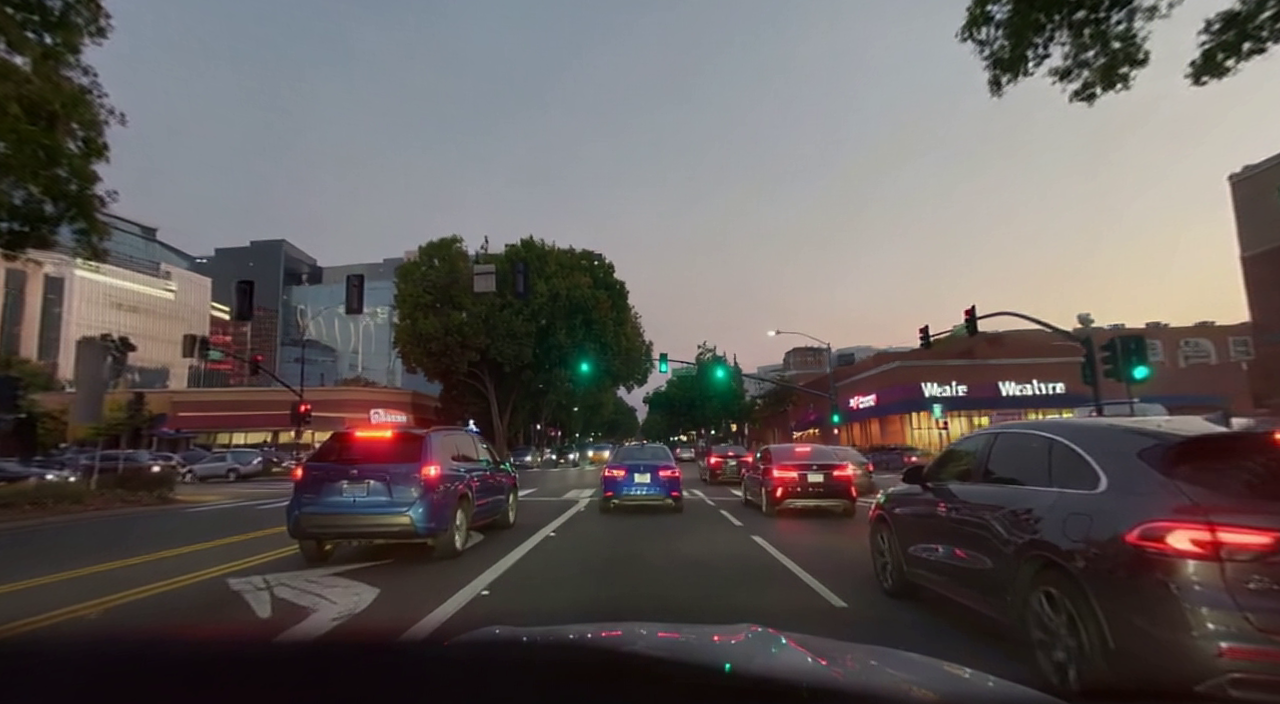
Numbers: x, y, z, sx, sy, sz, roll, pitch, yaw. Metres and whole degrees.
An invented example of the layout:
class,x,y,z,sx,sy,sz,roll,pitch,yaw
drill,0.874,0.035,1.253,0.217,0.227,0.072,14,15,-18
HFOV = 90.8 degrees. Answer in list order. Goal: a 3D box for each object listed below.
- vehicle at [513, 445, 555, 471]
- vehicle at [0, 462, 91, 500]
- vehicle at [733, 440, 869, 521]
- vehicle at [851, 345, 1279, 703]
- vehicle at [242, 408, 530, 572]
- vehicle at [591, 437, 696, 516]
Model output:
class,x,y,z,sx,sy,sz,roll,pitch,yaw
vehicle,-7.834,7.874,47.143,2.293,1.777,4.497,0,-9,0
vehicle,-27.195,5.642,27.773,4.098,1.497,1.934,4,-9,-24
vehicle,3.363,2.752,14.087,1.865,1.496,4.170,0,-9,-1
vehicle,3.187,1.117,4.178,2.075,1.661,4.401,0,-9,1
vehicle,-3.291,1.920,9.564,2.257,1.823,4.777,-1,-9,1
vehicle,0.048,2.841,14.898,2.154,1.577,3.723,0,-9,-1
